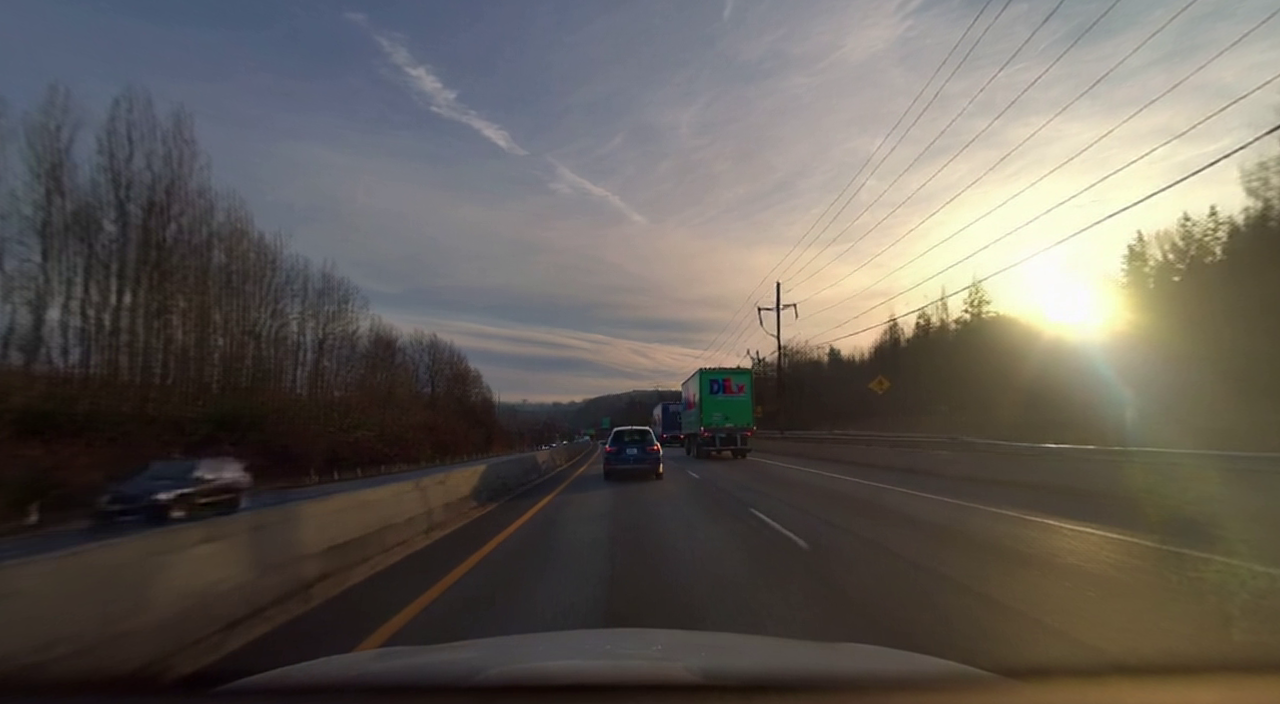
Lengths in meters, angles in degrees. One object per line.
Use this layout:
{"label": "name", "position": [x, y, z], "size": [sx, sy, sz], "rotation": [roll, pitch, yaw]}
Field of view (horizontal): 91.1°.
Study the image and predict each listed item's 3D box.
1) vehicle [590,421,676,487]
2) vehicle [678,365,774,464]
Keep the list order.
{"label": "vehicle", "position": [-0.219, 2.716, 17.105], "size": [2.062, 1.581, 3.914], "rotation": [0, -8, -2]}
{"label": "vehicle", "position": [3.648, 3.035, 29.238], "size": [2.835, 3.872, 8.916], "rotation": [0, -8, -2]}
